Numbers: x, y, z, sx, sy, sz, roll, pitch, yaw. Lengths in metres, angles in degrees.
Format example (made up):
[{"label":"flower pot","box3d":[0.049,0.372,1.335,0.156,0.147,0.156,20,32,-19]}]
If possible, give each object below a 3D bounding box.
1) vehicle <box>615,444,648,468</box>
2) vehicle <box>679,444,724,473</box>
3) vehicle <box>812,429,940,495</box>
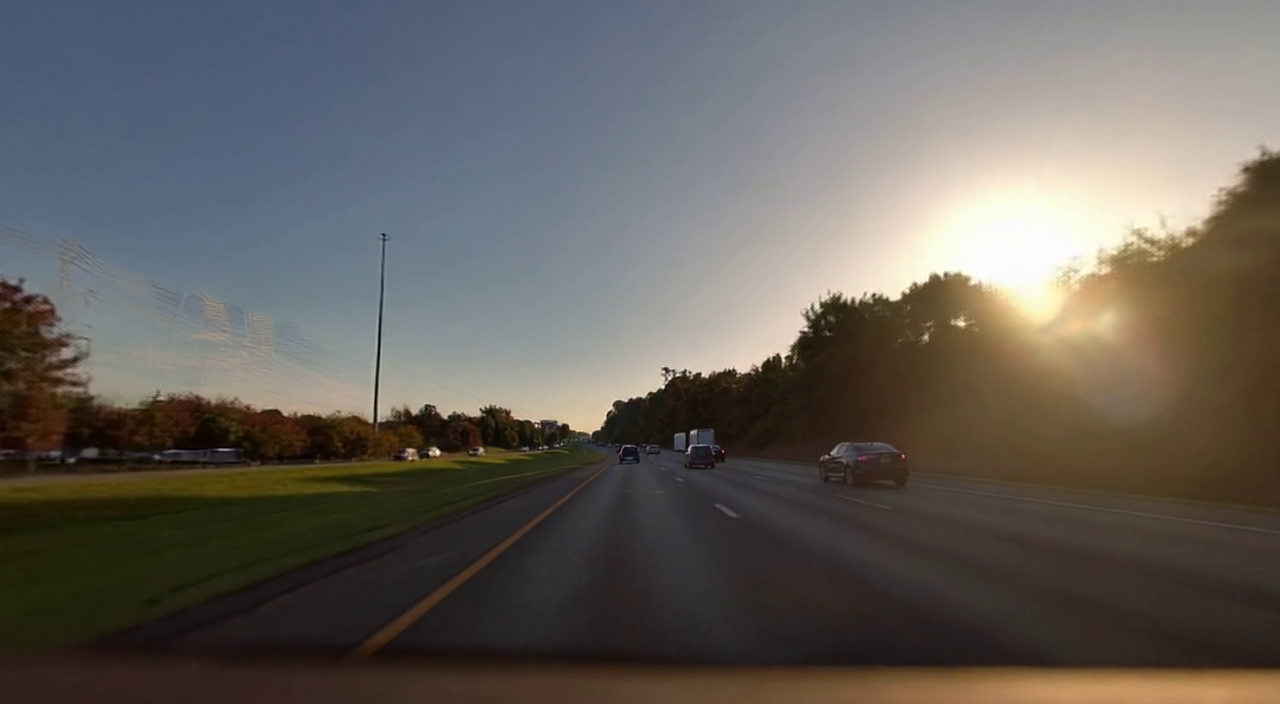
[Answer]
[{"label":"vehicle","box3d":[-0.556,6.793,41.498,2.085,1.449,3.860,0,-8,-1]},{"label":"vehicle","box3d":[3.326,5.837,35.058,1.978,1.488,4.252,0,-8,-2]},{"label":"vehicle","box3d":[7.217,3.405,19.999,2.114,1.800,4.779,0,-8,-1]}]
